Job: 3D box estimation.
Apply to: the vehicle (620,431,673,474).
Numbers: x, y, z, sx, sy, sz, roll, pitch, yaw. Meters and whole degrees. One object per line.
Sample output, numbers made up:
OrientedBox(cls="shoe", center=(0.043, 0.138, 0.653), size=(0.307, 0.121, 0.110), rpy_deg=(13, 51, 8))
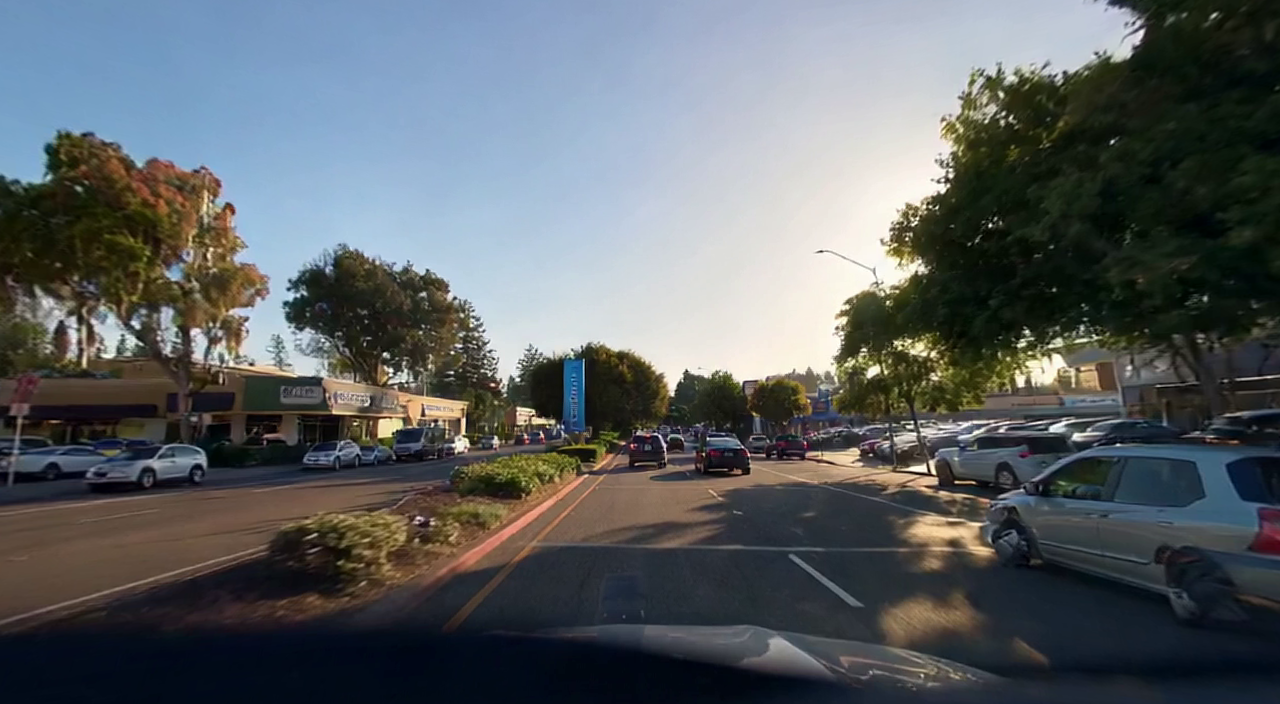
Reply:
OrientedBox(cls="vehicle", center=(0.268, 4.210, 26.443), size=(2.098, 1.682, 3.778), rpy_deg=(0, -8, 1))

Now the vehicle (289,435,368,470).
OrientedBox(cls="vehicle", center=(-19.078, 6.179, 38.775), size=(2.286, 1.968, 5.350), rpy_deg=(0, -8, -2))

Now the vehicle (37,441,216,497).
OrientedBox(cls="vehicle", center=(-18.985, 4.288, 23.699), size=(1.959, 1.836, 5.490), rpy_deg=(0, -8, 2))

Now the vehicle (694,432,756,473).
OrientedBox(cls="vehicle", center=(3.663, 4.435, 27.932), size=(2.115, 1.692, 4.189), rpy_deg=(0, -8, -1))

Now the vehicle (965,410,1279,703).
OrientedBox(cls="vehicle", center=(3.816, 1.052, 3.180), size=(1.908, 1.463, 4.506), rpy_deg=(0, -8, 0))

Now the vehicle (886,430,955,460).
OrientedBox(cls="vehicle", center=(17.927, 5.981, 40.477), size=(1.972, 1.774, 5.319), rpy_deg=(0, -8, 0))

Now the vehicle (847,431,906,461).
OrientedBox(cls="vehicle", center=(15.304, 6.111, 40.970), size=(2.012, 1.817, 4.970), rpy_deg=(0, -8, 1))

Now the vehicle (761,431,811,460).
OrientedBox(cls="vehicle", center=(10.491, 6.771, 45.695), size=(2.318, 1.974, 5.282), rpy_deg=(0, -8, -1))
